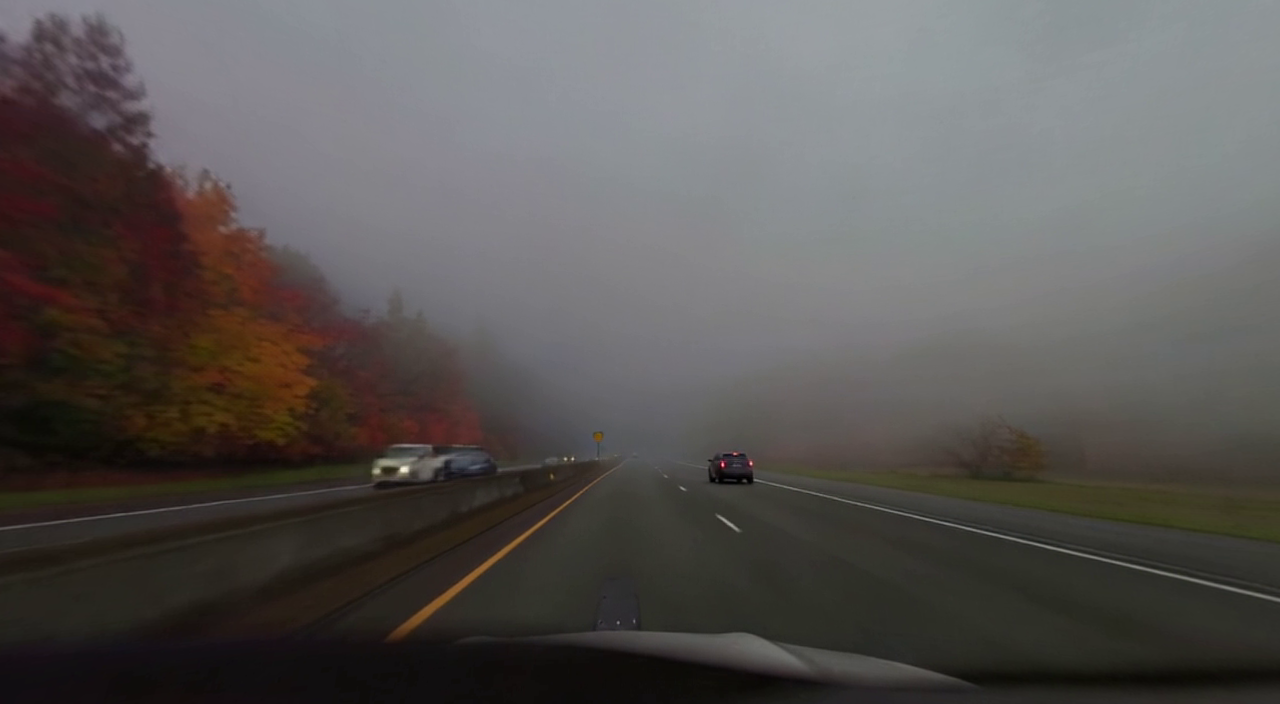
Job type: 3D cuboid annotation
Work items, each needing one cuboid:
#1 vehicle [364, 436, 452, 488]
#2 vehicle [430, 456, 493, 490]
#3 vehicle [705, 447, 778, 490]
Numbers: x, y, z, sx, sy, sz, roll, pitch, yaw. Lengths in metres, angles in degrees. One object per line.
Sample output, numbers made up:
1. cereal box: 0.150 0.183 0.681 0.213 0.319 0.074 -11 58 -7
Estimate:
1. vehicle: -13.060 6.245 36.024 2.302 2.673 7.335 0 -9 0
2. vehicle: -8.774 5.976 31.196 1.915 1.531 4.085 0 -9 0
3. vehicle: 3.974 4.640 25.400 2.070 1.546 4.648 0 -9 -1
